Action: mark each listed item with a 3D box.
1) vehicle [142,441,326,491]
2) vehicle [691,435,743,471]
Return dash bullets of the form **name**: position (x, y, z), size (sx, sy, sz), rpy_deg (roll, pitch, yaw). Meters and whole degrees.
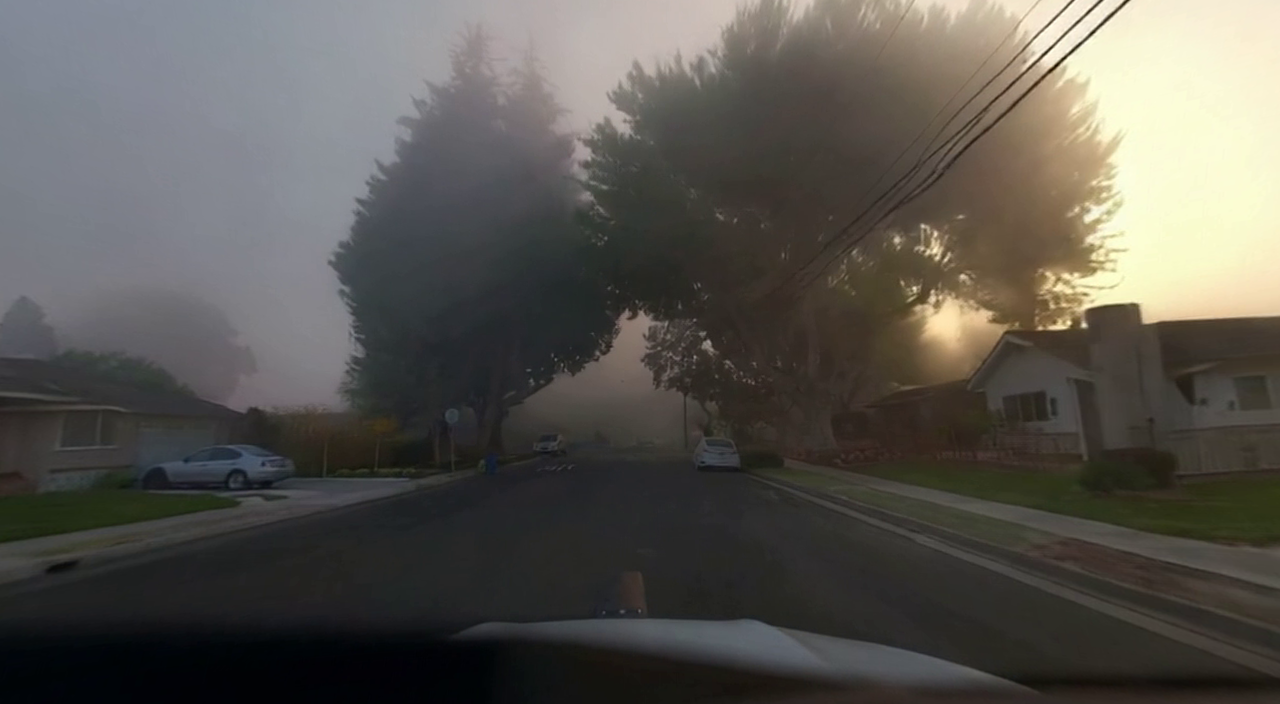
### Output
- **vehicle**: position (-13.110, 3.697, 20.670), size (4.572, 1.522, 1.999), rpy_deg (0, -9, -3)
- **vehicle**: position (3.447, 4.597, 28.907), size (1.975, 1.528, 4.000), rpy_deg (0, -9, 1)
